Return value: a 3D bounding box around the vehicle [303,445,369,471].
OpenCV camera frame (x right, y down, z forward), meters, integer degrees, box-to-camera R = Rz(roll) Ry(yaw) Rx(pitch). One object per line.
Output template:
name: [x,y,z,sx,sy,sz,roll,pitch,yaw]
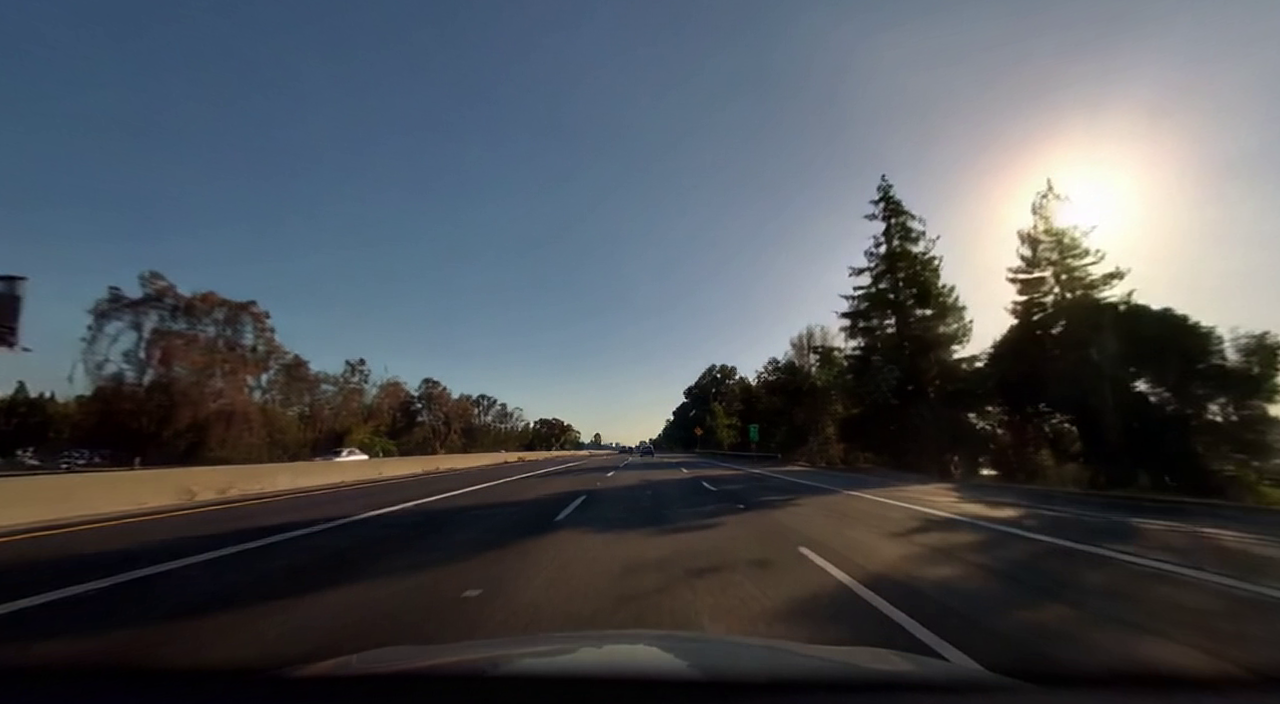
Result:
vehicle: [-21.250,7.373,44.325,2.028,1.699,4.936,0,-8,1]
